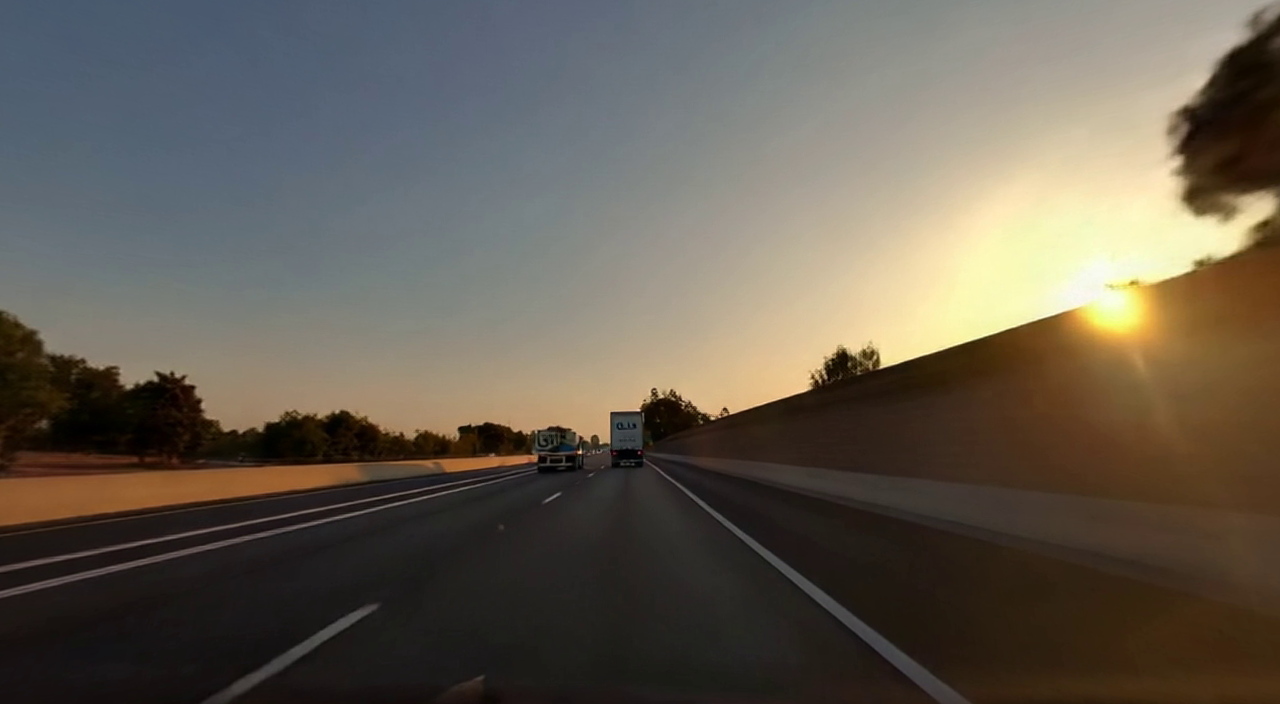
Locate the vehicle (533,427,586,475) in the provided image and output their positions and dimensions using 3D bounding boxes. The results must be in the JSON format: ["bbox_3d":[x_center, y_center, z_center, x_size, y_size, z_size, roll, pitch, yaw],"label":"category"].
[{"bbox_3d":[-4.793,6.028,38.344,2.529,2.697,5.935,0,-9,-1],"label":"vehicle"}]

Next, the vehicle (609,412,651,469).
[{"bbox_3d":[-0.803,7.011,49.200,2.923,4.007,9.760,0,-9,-1],"label":"vehicle"}]
